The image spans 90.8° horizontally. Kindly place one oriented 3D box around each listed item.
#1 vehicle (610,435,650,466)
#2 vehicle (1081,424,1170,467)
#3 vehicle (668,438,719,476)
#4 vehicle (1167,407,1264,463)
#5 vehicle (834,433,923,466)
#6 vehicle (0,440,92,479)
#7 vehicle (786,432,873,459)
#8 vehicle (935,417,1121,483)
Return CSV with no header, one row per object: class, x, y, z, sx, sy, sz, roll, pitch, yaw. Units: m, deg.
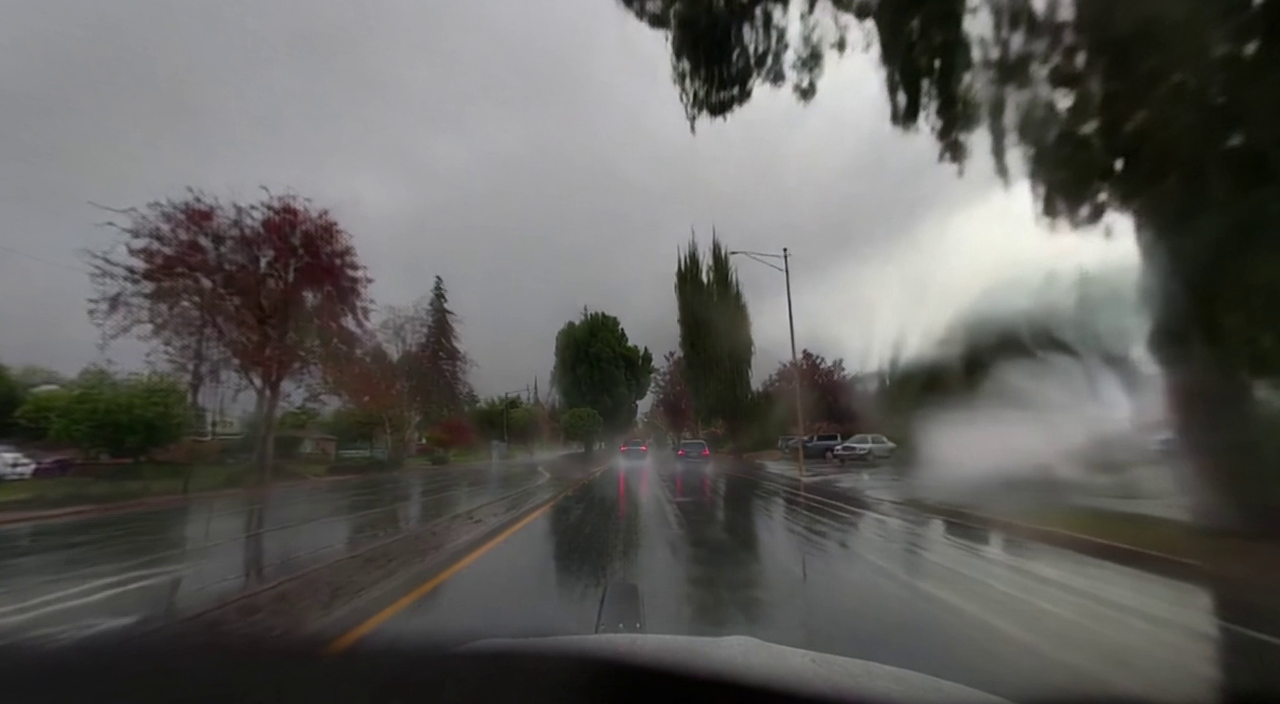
vehicle,-0.656,6.570,42.192,2.488,1.881,4.814,0,-8,-1
vehicle,18.910,3.619,24.499,1.997,1.465,5.075,-8,-12,44
vehicle,2.425,4.886,29.630,2.003,1.614,4.072,0,-8,-1
vehicle,18.740,2.743,20.494,1.996,1.607,4.492,-8,-12,44
vehicle,11.343,4.643,30.183,1.799,1.431,3.486,8,-12,-44
vehicle,-33.489,5.690,33.702,5.899,1.996,2.367,5,-10,-29
vehicle,11.282,5.605,37.836,4.557,1.509,1.971,-8,-12,44
vehicle,11.191,2.869,18.464,2.047,1.682,4.074,8,-12,-40
